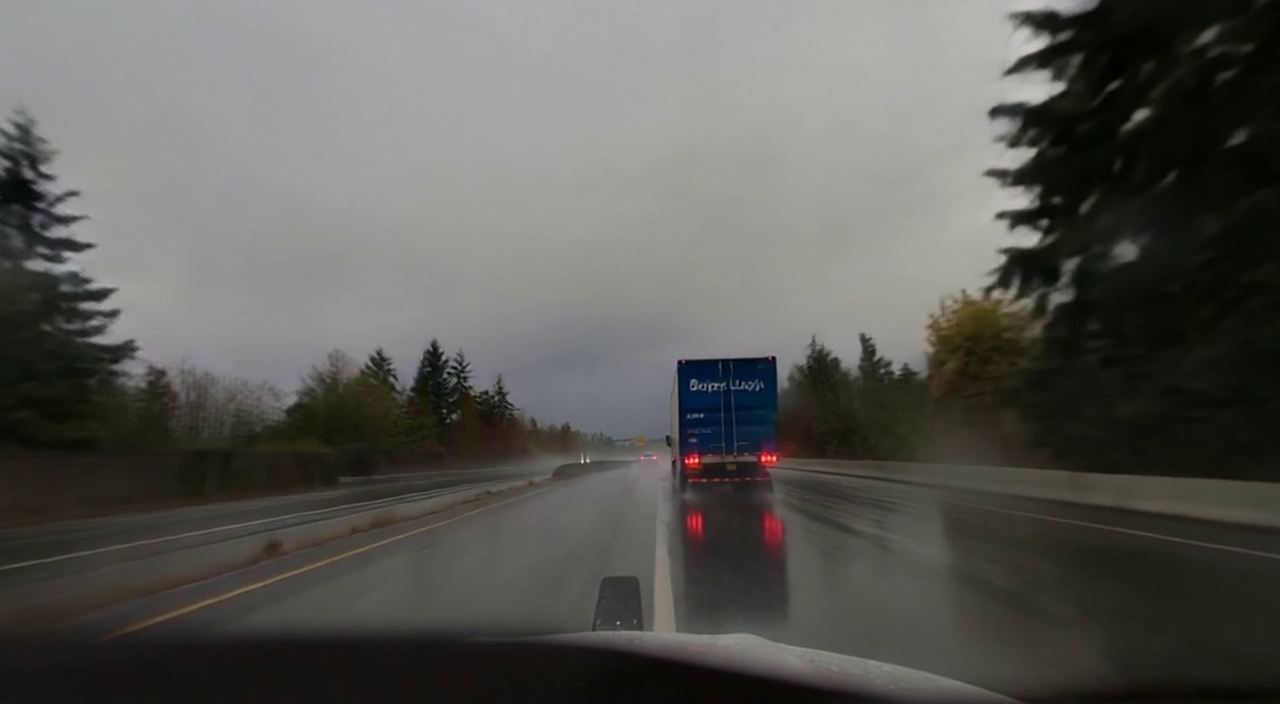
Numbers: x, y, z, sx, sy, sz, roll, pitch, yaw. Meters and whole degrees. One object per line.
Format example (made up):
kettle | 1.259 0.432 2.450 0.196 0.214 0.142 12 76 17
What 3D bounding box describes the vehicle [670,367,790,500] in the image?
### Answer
vehicle | 3.174 3.787 28.015 3.537 4.071 17.399 -1 -9 3
